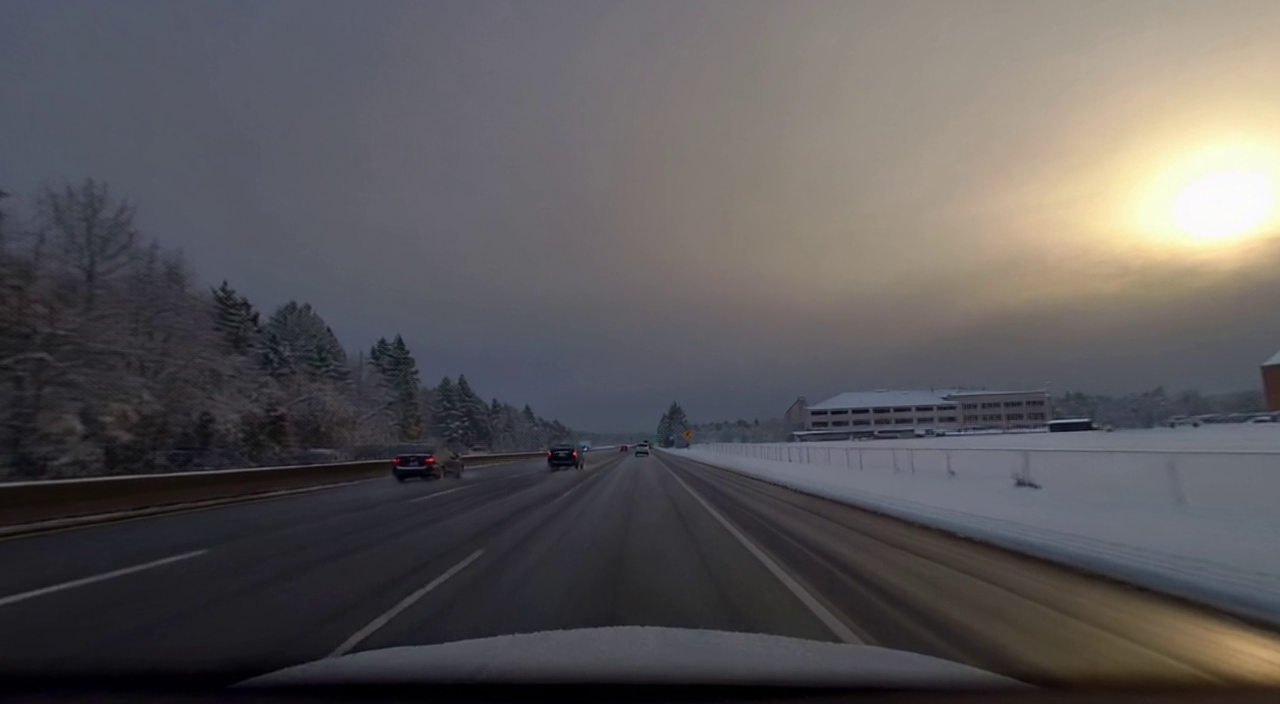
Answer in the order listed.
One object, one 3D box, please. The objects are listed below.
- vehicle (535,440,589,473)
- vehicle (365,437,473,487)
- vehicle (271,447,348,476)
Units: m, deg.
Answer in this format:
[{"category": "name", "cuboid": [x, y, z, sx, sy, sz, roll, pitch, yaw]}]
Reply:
[{"category": "vehicle", "cuboid": [-3.954, 5.383, 32.671, 2.083, 1.588, 4.801, 0, -9, 1]}, {"category": "vehicle", "cuboid": [-7.534, 3.786, 22.011, 2.034, 1.523, 4.627, 0, -9, 1]}, {"category": "vehicle", "cuboid": [-18.926, 6.263, 36.340, 1.959, 1.514, 4.519, 0, -9, 1]}]
